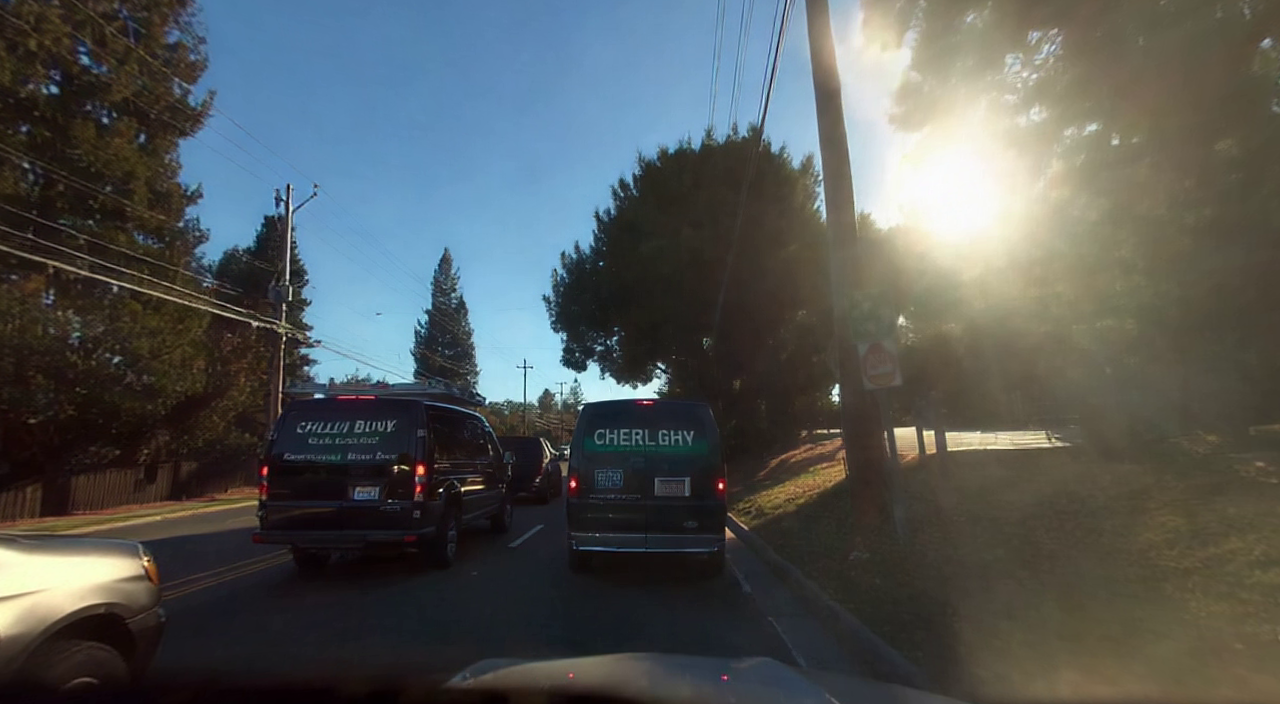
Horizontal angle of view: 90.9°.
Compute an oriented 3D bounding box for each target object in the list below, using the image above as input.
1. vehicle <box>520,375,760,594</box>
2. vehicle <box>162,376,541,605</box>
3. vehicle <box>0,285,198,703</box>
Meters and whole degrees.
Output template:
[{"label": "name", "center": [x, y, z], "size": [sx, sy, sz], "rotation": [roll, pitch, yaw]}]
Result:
[{"label": "vehicle", "center": [0.110, 1.466, 7.698], "size": [2.117, 1.911, 4.095], "rotation": [-1, -8, 3]}, {"label": "vehicle", "center": [-2.754, 1.478, 7.609], "size": [2.109, 1.851, 4.749], "rotation": [-1, -8, 3]}, {"label": "vehicle", "center": [-3.118, 0.447, 0.250], "size": [2.160, 1.796, 4.997], "rotation": [0, -8, 1]}]
